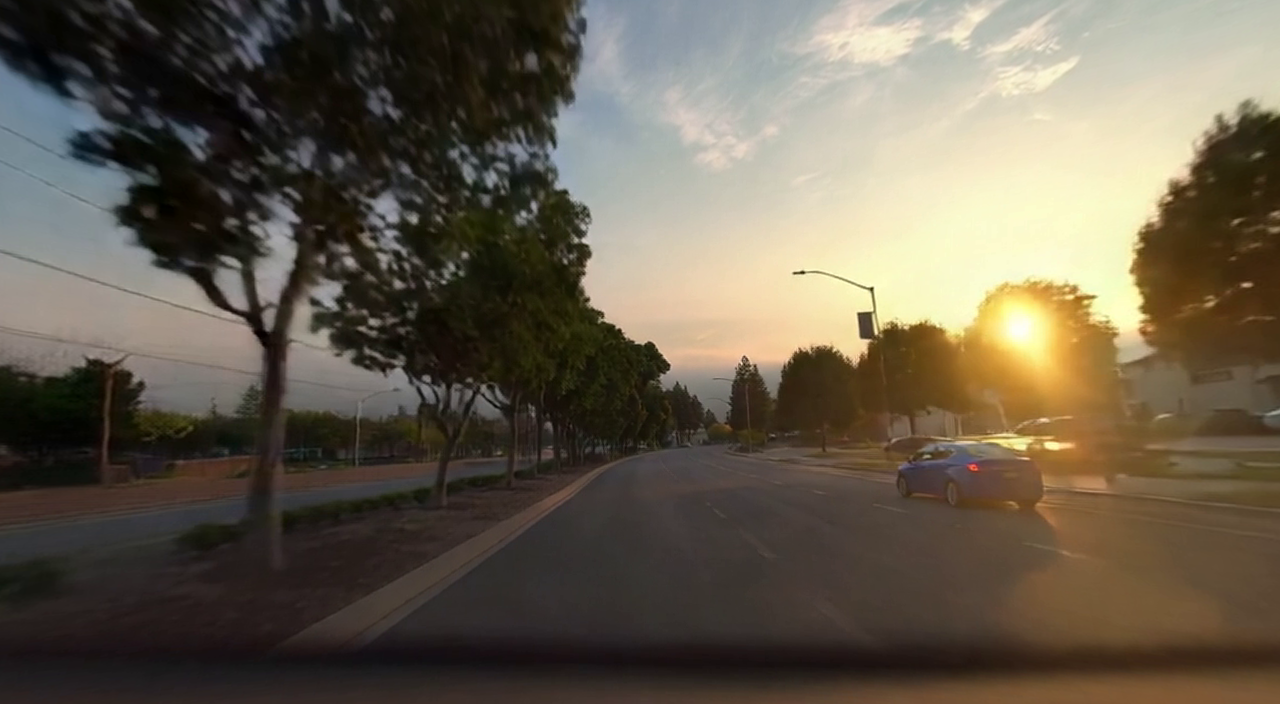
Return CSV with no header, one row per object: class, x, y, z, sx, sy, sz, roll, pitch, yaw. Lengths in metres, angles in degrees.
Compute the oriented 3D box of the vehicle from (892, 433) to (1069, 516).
vehicle,7.005,2.531,13.463,1.797,1.518,3.433,0,-9,0
